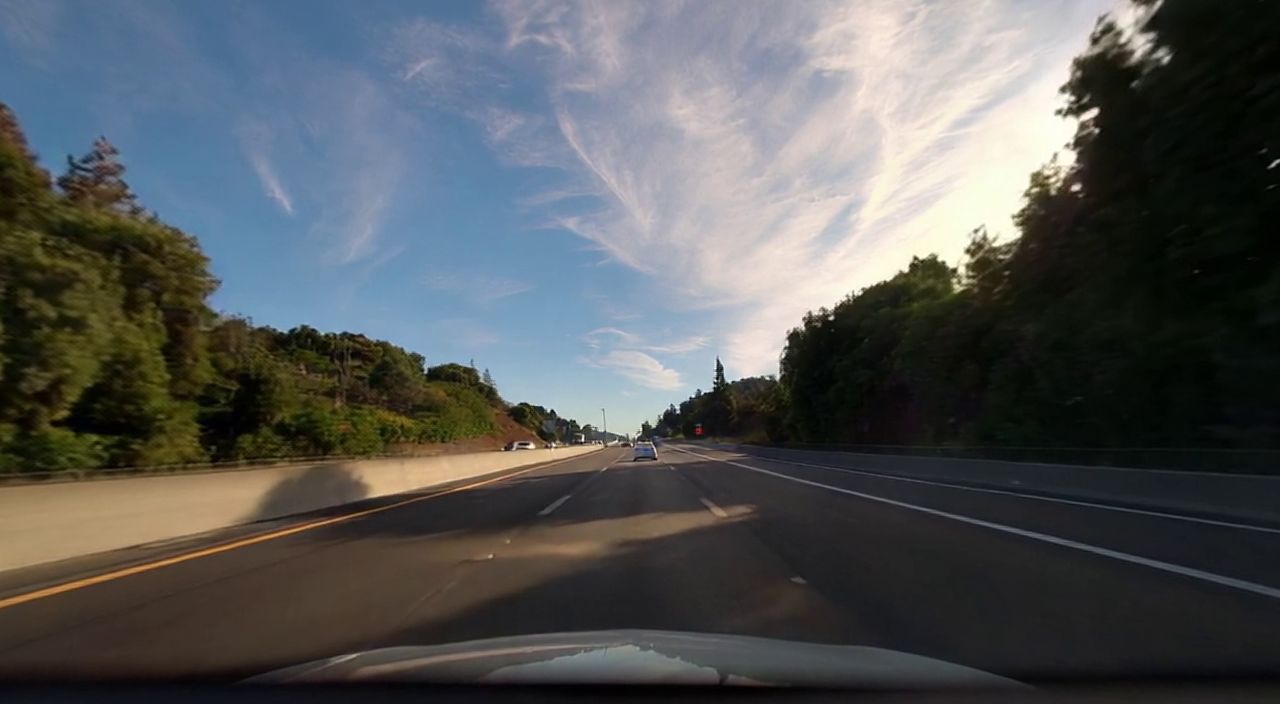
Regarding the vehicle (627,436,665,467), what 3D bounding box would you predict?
[{"bbox_3d":[0.347,6.313,40.187,2.247,1.825,4.036,-1,-9,0],"label":"vehicle"}]
